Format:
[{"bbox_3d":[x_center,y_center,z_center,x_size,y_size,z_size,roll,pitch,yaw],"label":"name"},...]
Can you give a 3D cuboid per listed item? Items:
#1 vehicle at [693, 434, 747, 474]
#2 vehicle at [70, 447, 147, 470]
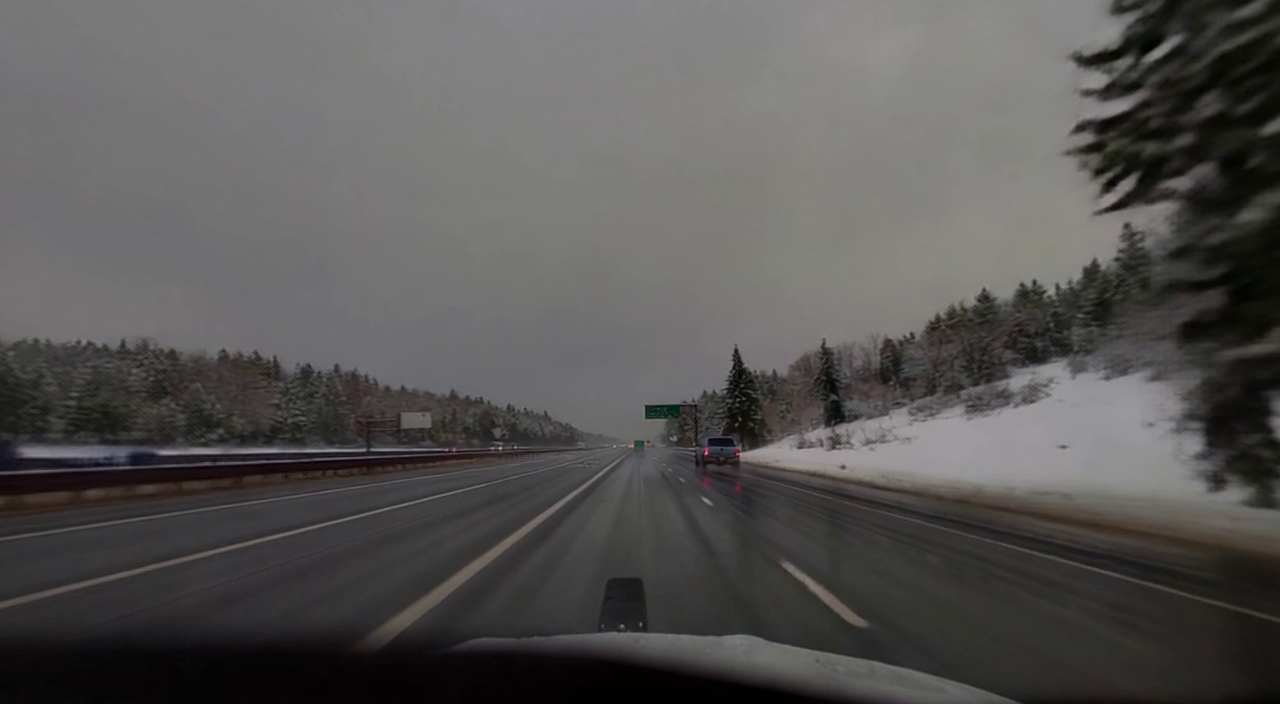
[{"bbox_3d":[4.183,5.439,33.817,2.172,1.930,4.879,0,-8,-1],"label":"vehicle"},{"bbox_3d":[-36.619,7.347,43.576,1.730,1.425,4.082,-1,-8,0],"label":"vehicle"}]
